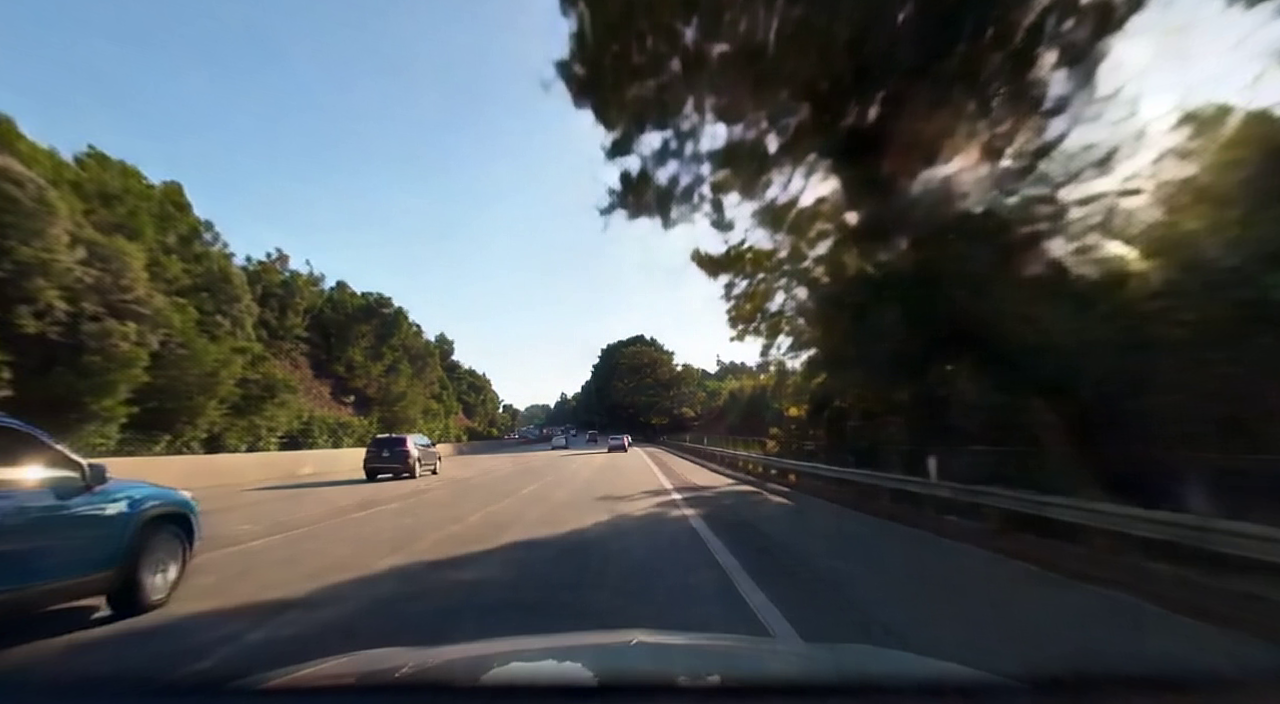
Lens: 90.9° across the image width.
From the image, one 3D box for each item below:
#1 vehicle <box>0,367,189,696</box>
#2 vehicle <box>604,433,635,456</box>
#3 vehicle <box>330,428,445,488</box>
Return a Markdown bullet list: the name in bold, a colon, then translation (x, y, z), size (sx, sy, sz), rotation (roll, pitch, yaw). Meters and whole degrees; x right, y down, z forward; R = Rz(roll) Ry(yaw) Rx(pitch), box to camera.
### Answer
- **vehicle**: translation (-4.446, 0.834, 2.391), size (2.069, 1.748, 4.652), rotation (0, -8, -1)
- **vehicle**: translation (-1.515, 6.955, 47.478), size (2.178, 1.658, 3.916), rotation (0, -8, -1)
- **vehicle**: translation (-8.064, 3.390, 20.626), size (1.964, 1.745, 4.338), rotation (0, -8, 0)
